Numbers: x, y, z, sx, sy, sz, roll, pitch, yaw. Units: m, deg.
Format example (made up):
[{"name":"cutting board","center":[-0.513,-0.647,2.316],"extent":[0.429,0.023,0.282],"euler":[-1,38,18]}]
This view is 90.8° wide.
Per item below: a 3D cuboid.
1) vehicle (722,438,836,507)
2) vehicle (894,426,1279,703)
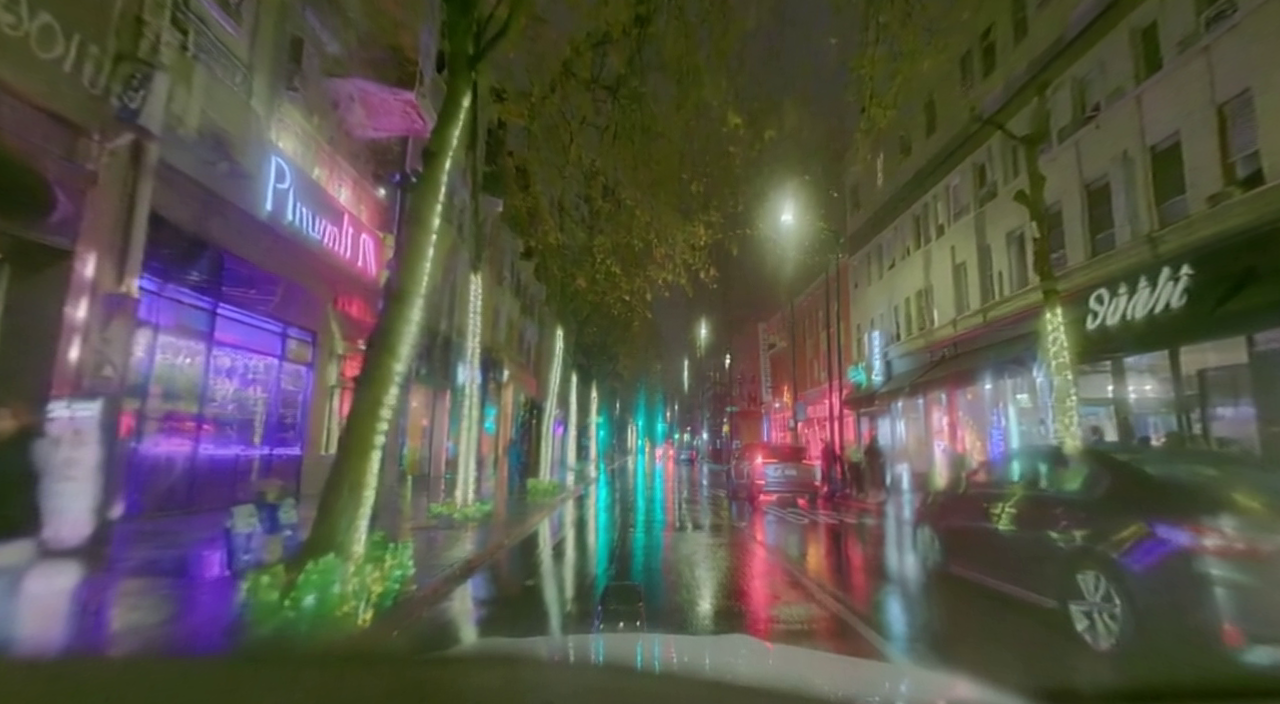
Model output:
[{"name":"vehicle","center":[3.480,3.103,16.750],"extent":[1.971,1.559,4.326],"euler":[0,-8,-1]},{"name":"vehicle","center":[4.048,1.422,5.237],"extent":[1.977,1.478,4.458],"euler":[0,-8,-1]}]
